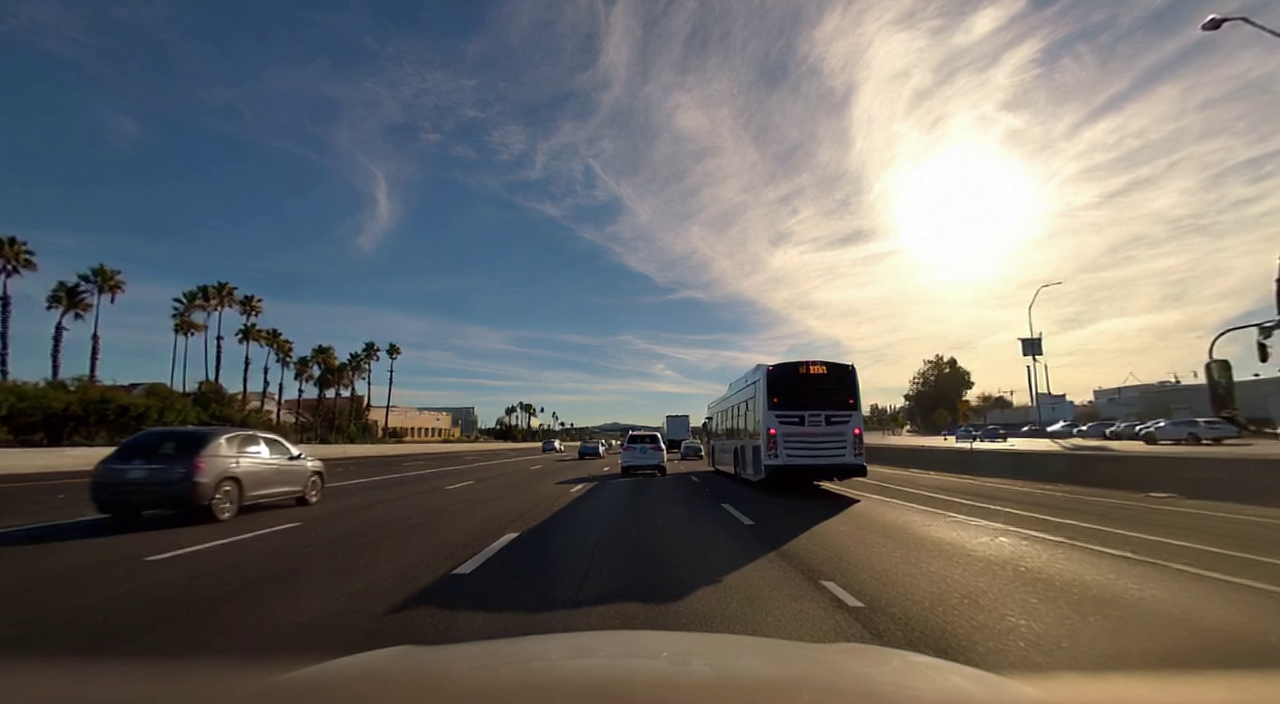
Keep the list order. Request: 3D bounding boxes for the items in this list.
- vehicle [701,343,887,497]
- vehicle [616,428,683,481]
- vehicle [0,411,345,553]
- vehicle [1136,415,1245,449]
[{"bbox_3d":[4.286,2.646,21.945,3.020,3.622,14.302,0,-9,0],"label":"vehicle"},{"bbox_3d":[0.341,3.844,23.703,2.268,1.796,4.280,0,-9,1],"label":"vehicle"},{"bbox_3d":[-7.181,1.976,10.260,2.291,1.729,4.879,0,-9,1],"label":"vehicle"},{"bbox_3d":[30.701,4.561,35.369,2.003,1.777,4.990,-1,-9,6],"label":"vehicle"}]
